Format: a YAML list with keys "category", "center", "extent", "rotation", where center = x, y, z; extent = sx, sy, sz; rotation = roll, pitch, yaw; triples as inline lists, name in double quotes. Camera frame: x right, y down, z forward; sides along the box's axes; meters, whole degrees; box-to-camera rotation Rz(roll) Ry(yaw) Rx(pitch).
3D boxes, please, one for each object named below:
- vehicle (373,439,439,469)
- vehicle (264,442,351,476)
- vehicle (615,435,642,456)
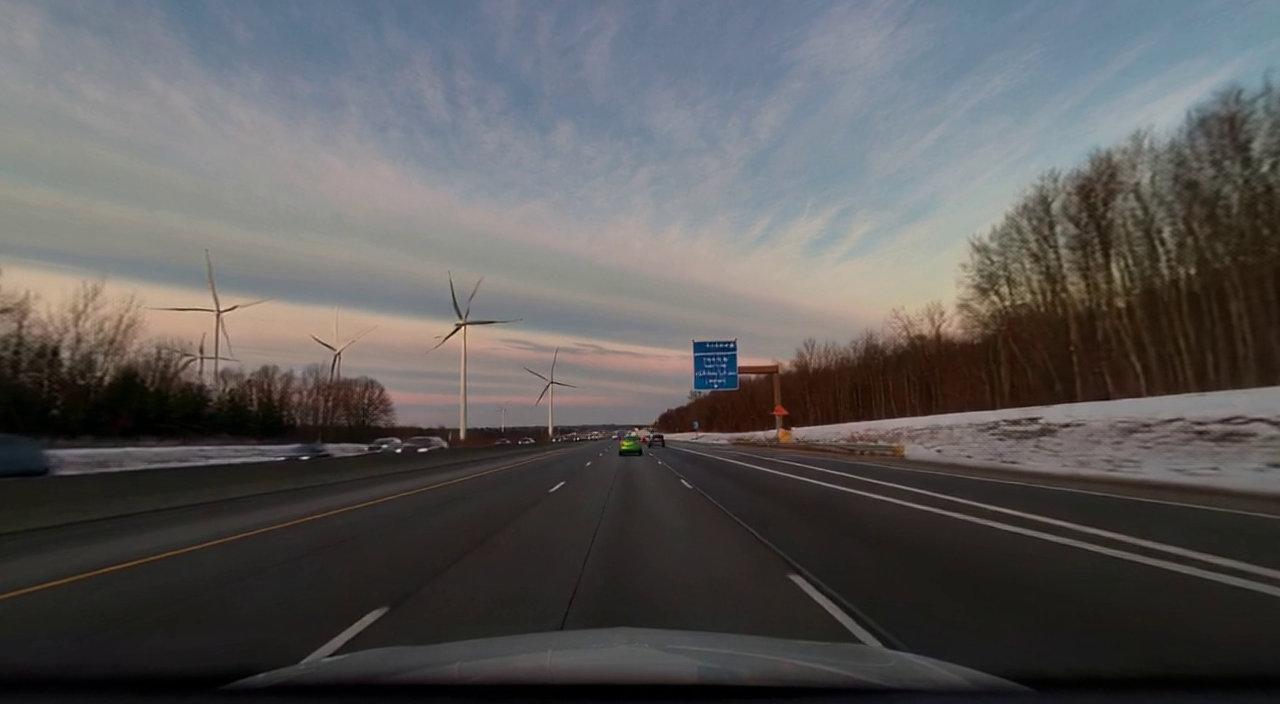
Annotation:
- category: "vehicle"
  center: [-12.658, 5.503, 34.310]
  extent: [1.923, 1.501, 4.517]
  rotation: [0, -8, 0]
- category: "vehicle"
  center: [-16.625, 5.344, 31.739]
  extent: [1.890, 1.523, 4.755]
  rotation: [0, -8, -1]
- category: "vehicle"
  center: [-0.889, 6.939, 46.758]
  extent: [1.892, 1.496, 3.575]
  rotation: [0, -8, -2]
